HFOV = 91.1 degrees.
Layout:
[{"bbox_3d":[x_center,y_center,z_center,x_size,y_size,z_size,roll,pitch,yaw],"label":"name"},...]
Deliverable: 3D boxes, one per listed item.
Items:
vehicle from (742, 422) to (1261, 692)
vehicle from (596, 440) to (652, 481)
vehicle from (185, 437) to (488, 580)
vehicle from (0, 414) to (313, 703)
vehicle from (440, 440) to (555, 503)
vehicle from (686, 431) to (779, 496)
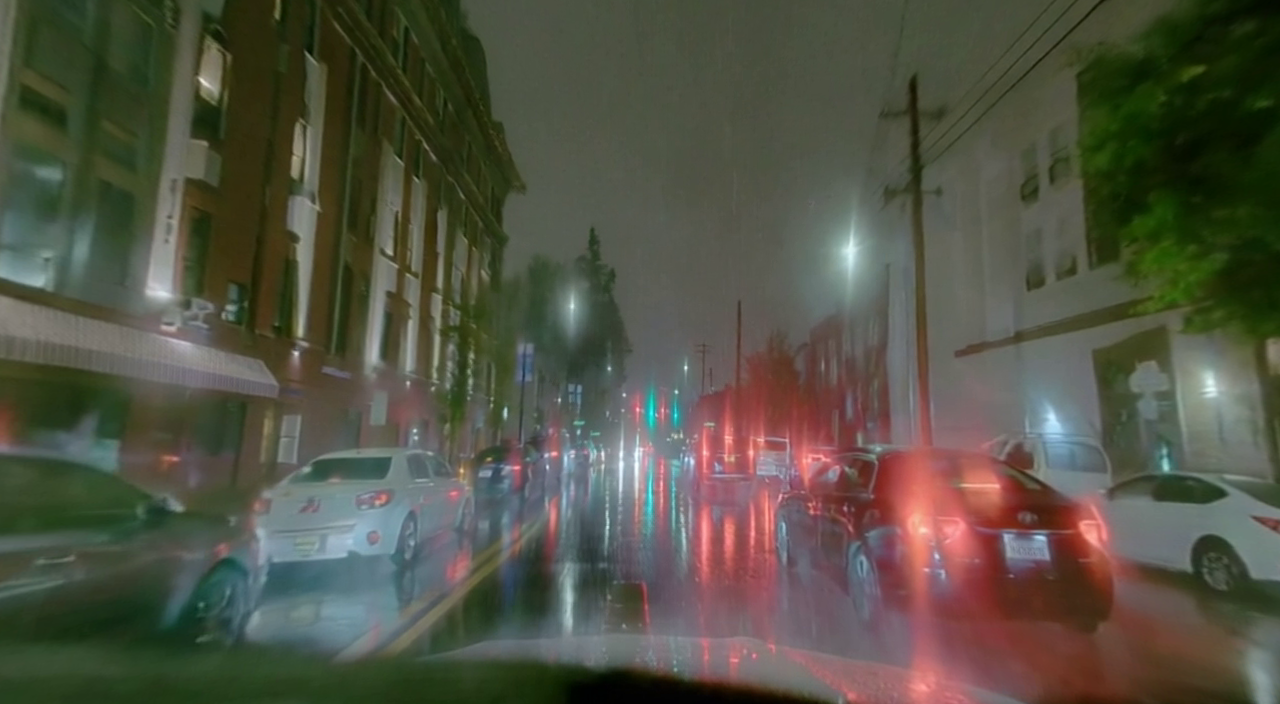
[{"bbox_3d":[2.435,1.501,5.918,2.080,1.495,4.591,0,-8,-1],"label":"vehicle"},{"bbox_3d":[-0.587,4.146,24.279,2.007,1.460,3.923,0,-8,0],"label":"vehicle"},{"bbox_3d":[-3.679,1.953,8.753,1.954,1.462,4.407,0,-8,1],"label":"vehicle"},{"bbox_3d":[-3.557,1.033,2.670,1.955,1.504,4.618,0,-8,-2],"label":"vehicle"},{"bbox_3d":[-3.698,3.188,17.270,1.972,1.471,4.795,0,-8,1],"label":"vehicle"},{"bbox_3d":[2.645,3.310,19.090,2.002,1.707,4.547,0,-8,-1],"label":"vehicle"}]
